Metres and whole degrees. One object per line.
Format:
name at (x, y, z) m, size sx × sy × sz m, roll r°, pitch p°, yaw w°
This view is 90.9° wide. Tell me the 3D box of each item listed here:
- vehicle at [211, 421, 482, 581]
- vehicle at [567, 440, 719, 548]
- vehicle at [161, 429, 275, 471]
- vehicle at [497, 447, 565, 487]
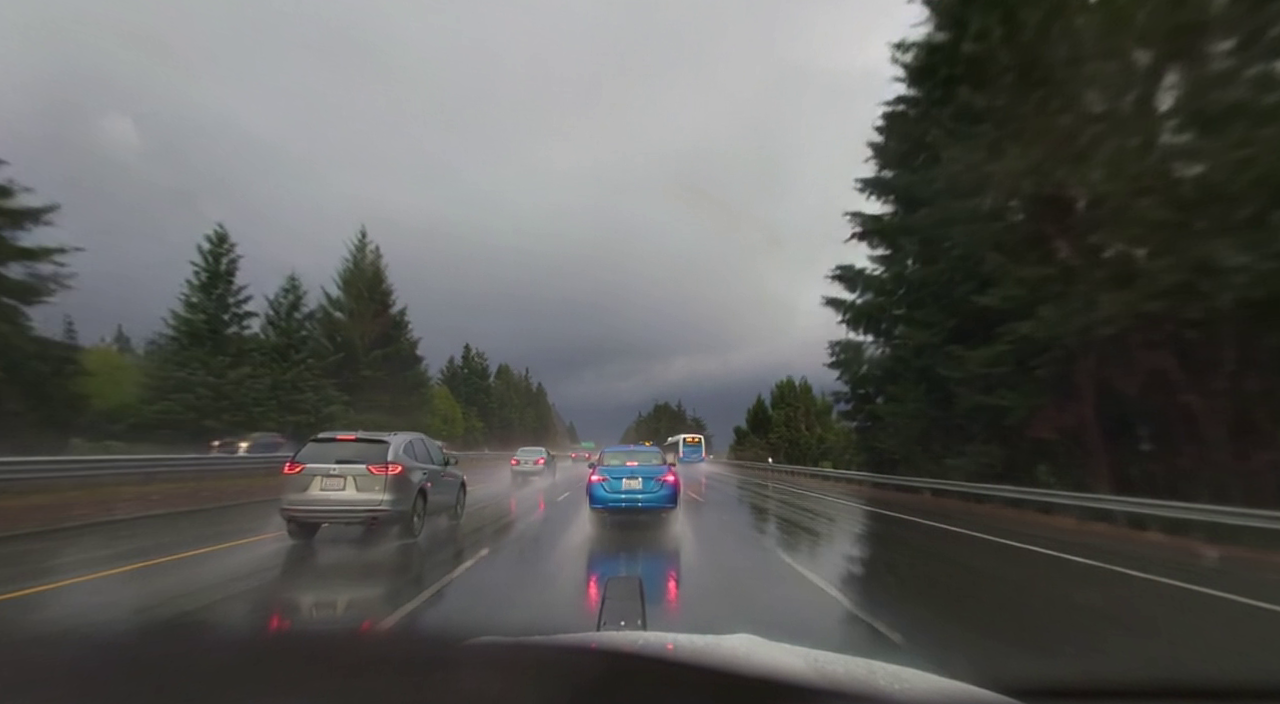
vehicle at (-3.683, 1.927, 8.916) m, size 1.830 × 1.703 × 4.142 m, roll 0°, pitch -9°, yaw 0°
vehicle at (-0.024, 2.317, 10.955) m, size 2.120 × 1.478 × 4.179 m, roll 0°, pitch -9°, yaw -2°
vehicle at (-16.452, 3.858, 24.828) m, size 1.860 × 1.508 × 3.854 m, roll 0°, pitch -9°, yaw -2°
vehicle at (-4.369, 4.675, 25.902) m, size 2.122 × 1.491 × 3.800 m, roll 0°, pitch -9°, yaw 0°
